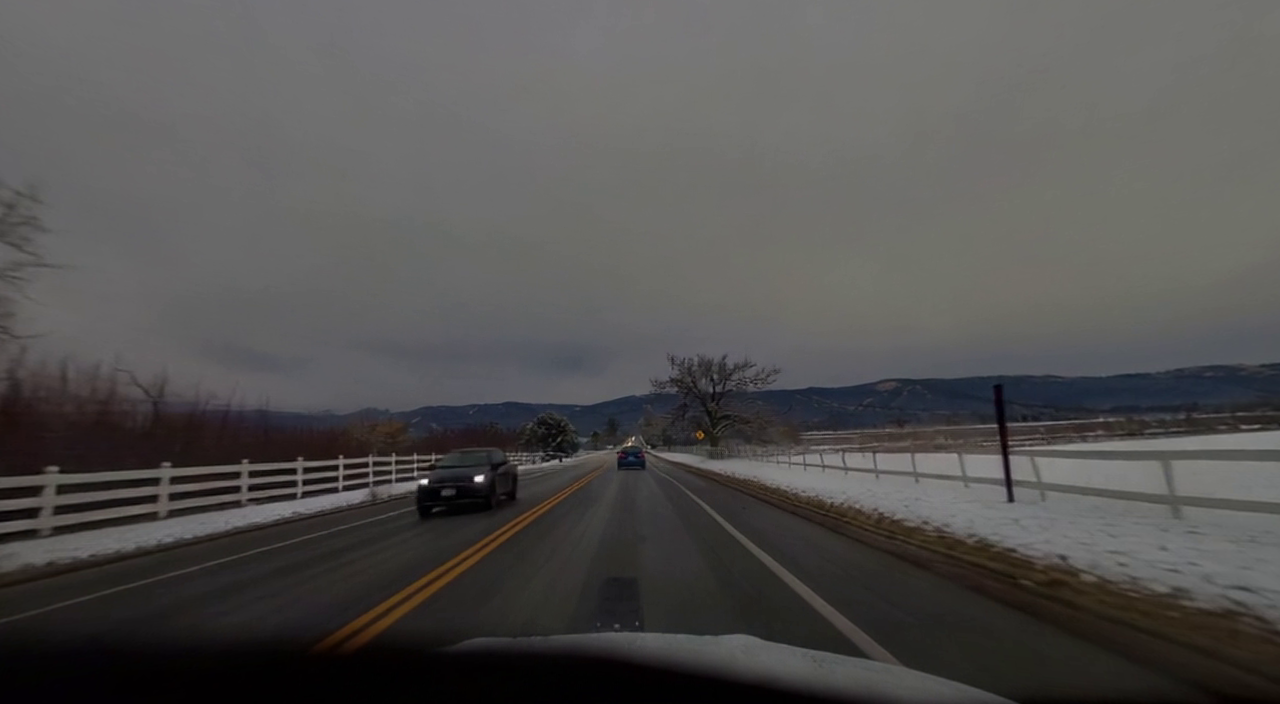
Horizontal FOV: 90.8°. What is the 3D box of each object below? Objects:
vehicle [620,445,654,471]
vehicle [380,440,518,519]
[{"bbox_3d":[-0.232,7.060,42.279,2.158,1.669,4.006,0,-9,-1],"label":"vehicle"},{"bbox_3d":[-4.310,2.934,15.021,1.989,1.600,3.979,0,-9,1],"label":"vehicle"}]
